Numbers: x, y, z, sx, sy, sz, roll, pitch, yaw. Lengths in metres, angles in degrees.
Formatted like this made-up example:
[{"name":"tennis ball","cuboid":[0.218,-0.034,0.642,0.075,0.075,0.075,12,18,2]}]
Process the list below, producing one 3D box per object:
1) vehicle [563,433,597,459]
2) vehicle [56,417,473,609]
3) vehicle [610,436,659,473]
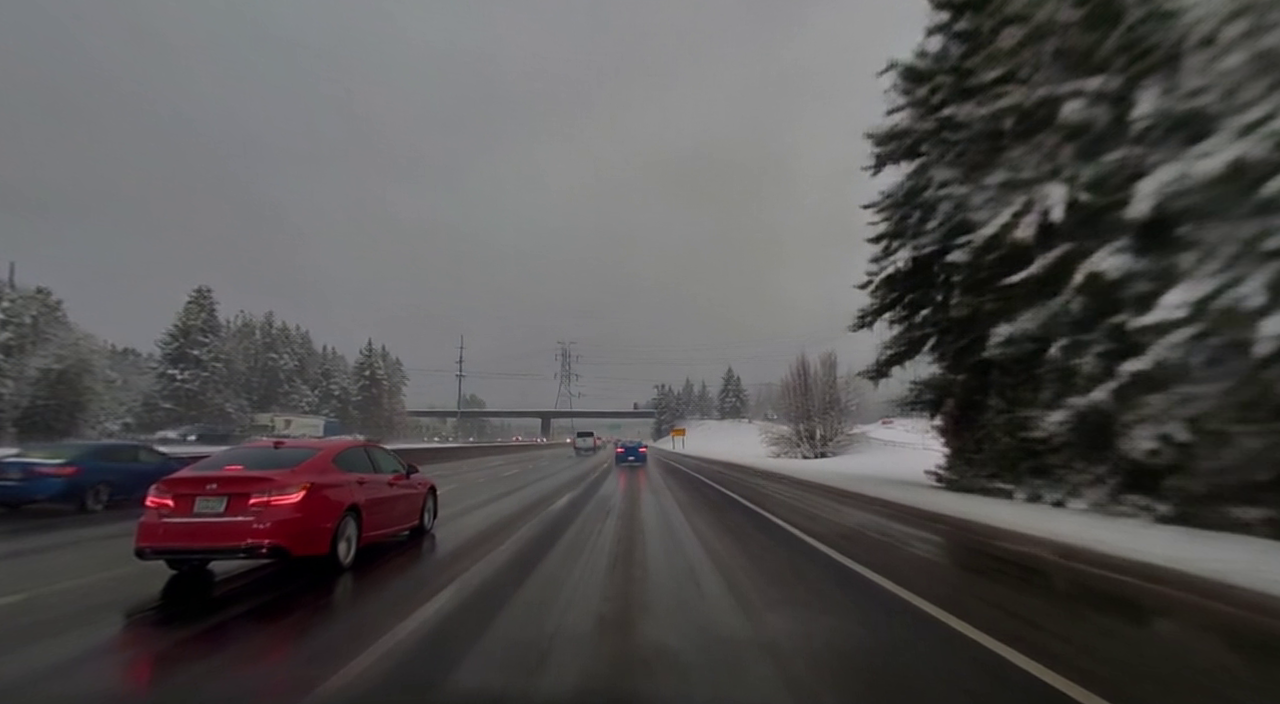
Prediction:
[{"name":"vehicle","cuboid":[-4.355,6.931,46.307,2.174,1.806,3.932,0,-8,-1]},{"name":"vehicle","cuboid":[-3.612,1.615,7.358,2.035,1.514,4.600,0,-8,0]},{"name":"vehicle","cuboid":[-0.274,4.390,27.038,1.954,1.460,3.983,0,-8,-1]}]
